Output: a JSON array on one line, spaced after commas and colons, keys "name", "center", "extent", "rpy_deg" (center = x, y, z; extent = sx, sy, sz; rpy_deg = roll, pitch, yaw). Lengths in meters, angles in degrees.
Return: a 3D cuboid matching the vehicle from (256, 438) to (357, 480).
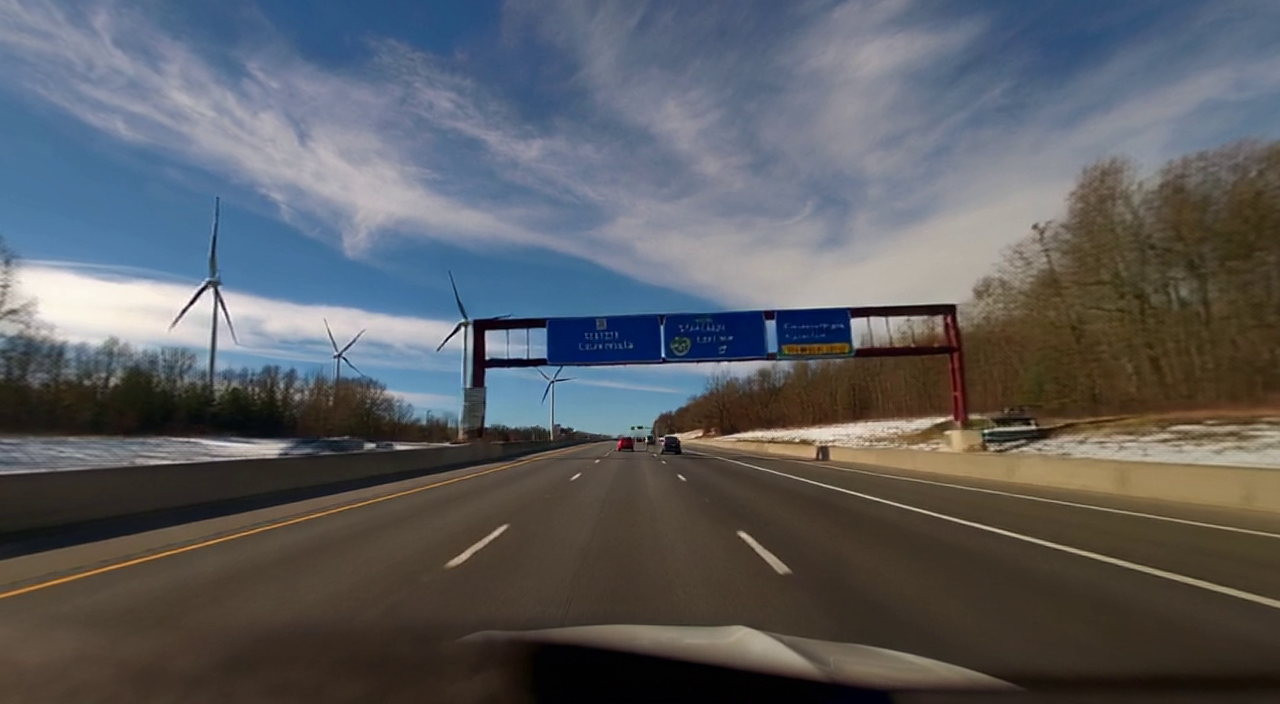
[{"name": "vehicle", "center": [-12.754, 4.096, 24.343], "extent": [1.858, 1.472, 3.822], "rpy_deg": [0, -8, -1]}]
